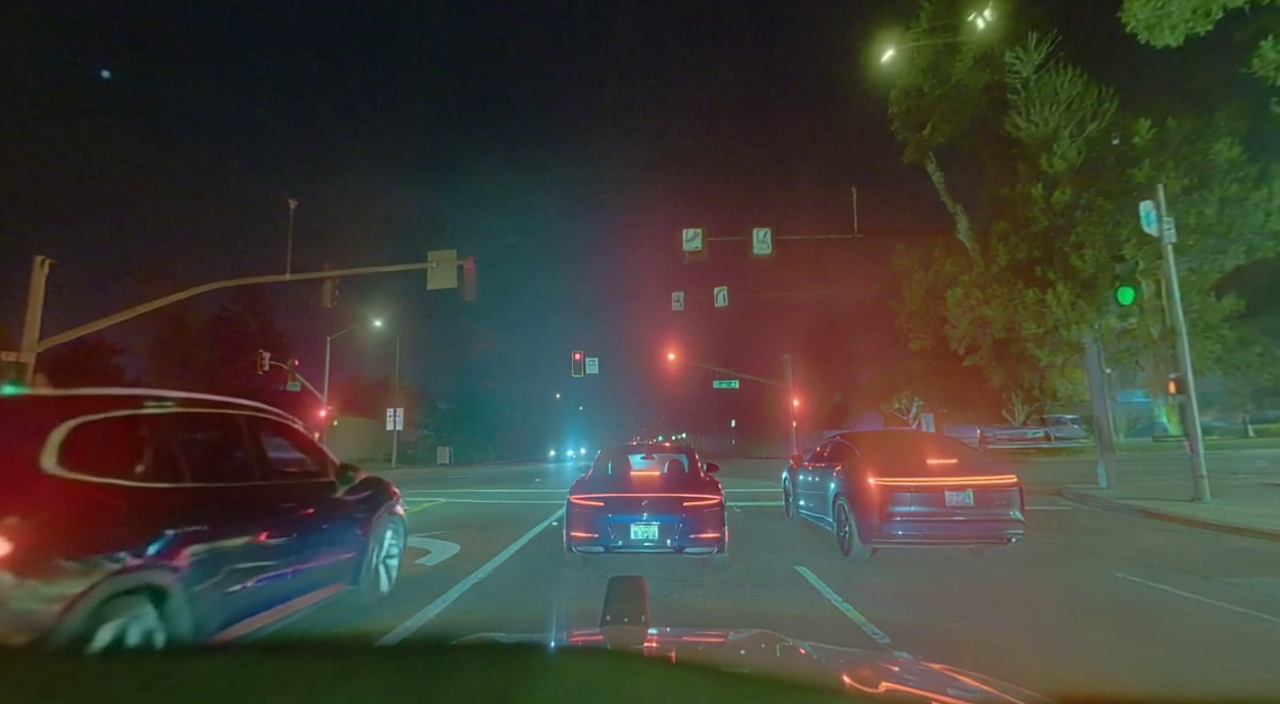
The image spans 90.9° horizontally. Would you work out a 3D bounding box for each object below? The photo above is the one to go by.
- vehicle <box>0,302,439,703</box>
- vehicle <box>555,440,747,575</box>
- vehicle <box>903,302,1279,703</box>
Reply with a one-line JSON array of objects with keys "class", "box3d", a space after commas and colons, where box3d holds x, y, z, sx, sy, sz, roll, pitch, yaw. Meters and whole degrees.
[{"class": "vehicle", "box3d": [-3.262, 1.042, 4.367, 2.061, 1.781, 4.842, 0, -8, 1]}, {"class": "vehicle", "box3d": [0.121, 1.872, 8.388, 1.945, 1.343, 3.827, 0, -8, 0]}, {"class": "vehicle", "box3d": [3.101, 0.807, 2.524, 2.143, 1.759, 4.531, 0, -8, 0]}]
